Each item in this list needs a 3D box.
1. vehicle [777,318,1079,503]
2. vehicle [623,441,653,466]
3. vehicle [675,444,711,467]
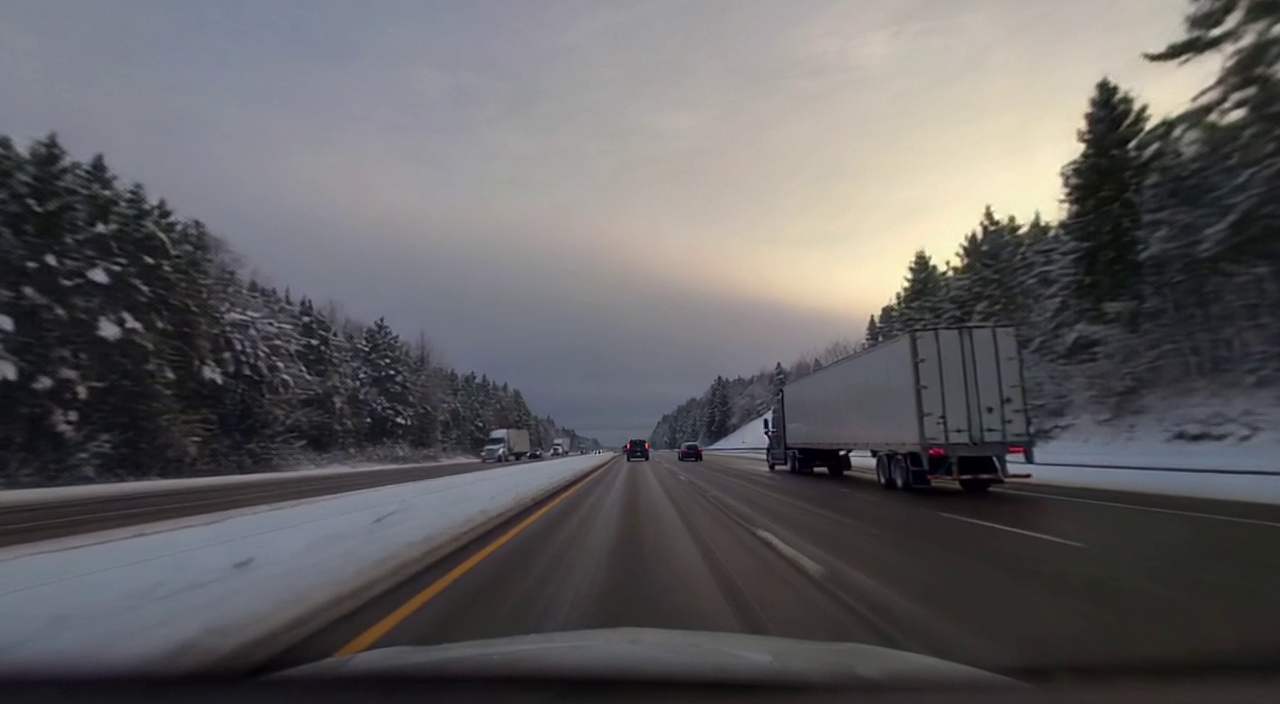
[{"bbox_3d":[7.794,2.310,20.786,3.044,4.073,14.016,0,-9,-1],"label":"vehicle"},{"bbox_3d":[-0.132,7.544,46.732,2.114,1.706,4.106,0,-9,0],"label":"vehicle"},{"bbox_3d":[3.585,7.095,43.217,2.025,1.534,4.179,0,-9,-1],"label":"vehicle"}]
